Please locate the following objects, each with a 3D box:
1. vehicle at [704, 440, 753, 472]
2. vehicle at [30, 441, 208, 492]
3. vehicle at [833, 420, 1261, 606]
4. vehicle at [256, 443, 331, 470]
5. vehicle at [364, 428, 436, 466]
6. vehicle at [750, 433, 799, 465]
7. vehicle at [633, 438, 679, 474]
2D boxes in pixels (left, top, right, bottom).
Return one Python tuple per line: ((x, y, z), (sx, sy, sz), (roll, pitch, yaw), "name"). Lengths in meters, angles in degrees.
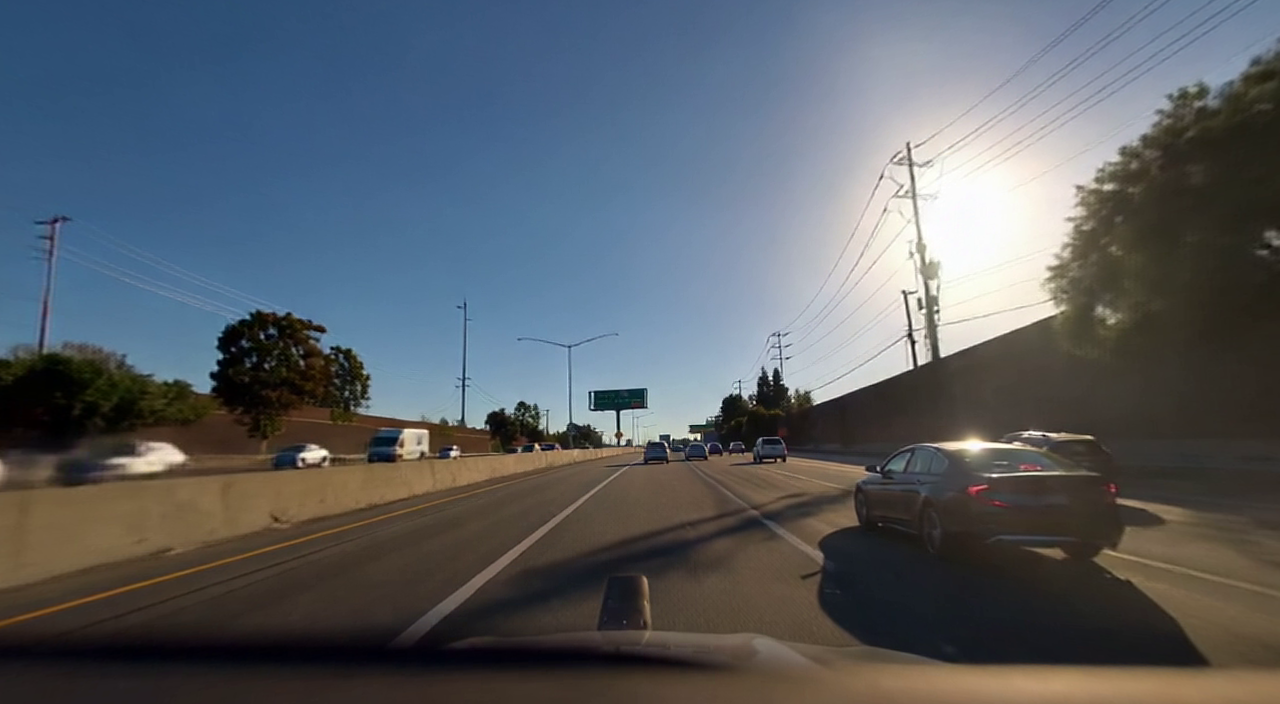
((4.362, 5.192, 31.727), (1.936, 1.465, 4.060), (0, -8, 1), "vehicle")
((-16.851, 3.692, 20.787), (1.926, 1.466, 4.530), (0, -8, 2), "vehicle")
((3.958, 1.622, 7.331), (1.986, 1.478, 4.429), (0, -8, 0), "vehicle")
((-20.507, 6.203, 37.556), (1.856, 1.503, 4.367), (0, -8, 2), "vehicle")
((-16.338, 6.527, 43.355), (2.354, 2.415, 5.937), (0, -8, 3), "vehicle")
((8.240, 6.009, 39.084), (2.041, 1.821, 4.562), (0, -8, 0), "vehicle")
((0.727, 4.933, 30.177), (2.042, 1.581, 3.769), (0, -8, 1), "vehicle")
